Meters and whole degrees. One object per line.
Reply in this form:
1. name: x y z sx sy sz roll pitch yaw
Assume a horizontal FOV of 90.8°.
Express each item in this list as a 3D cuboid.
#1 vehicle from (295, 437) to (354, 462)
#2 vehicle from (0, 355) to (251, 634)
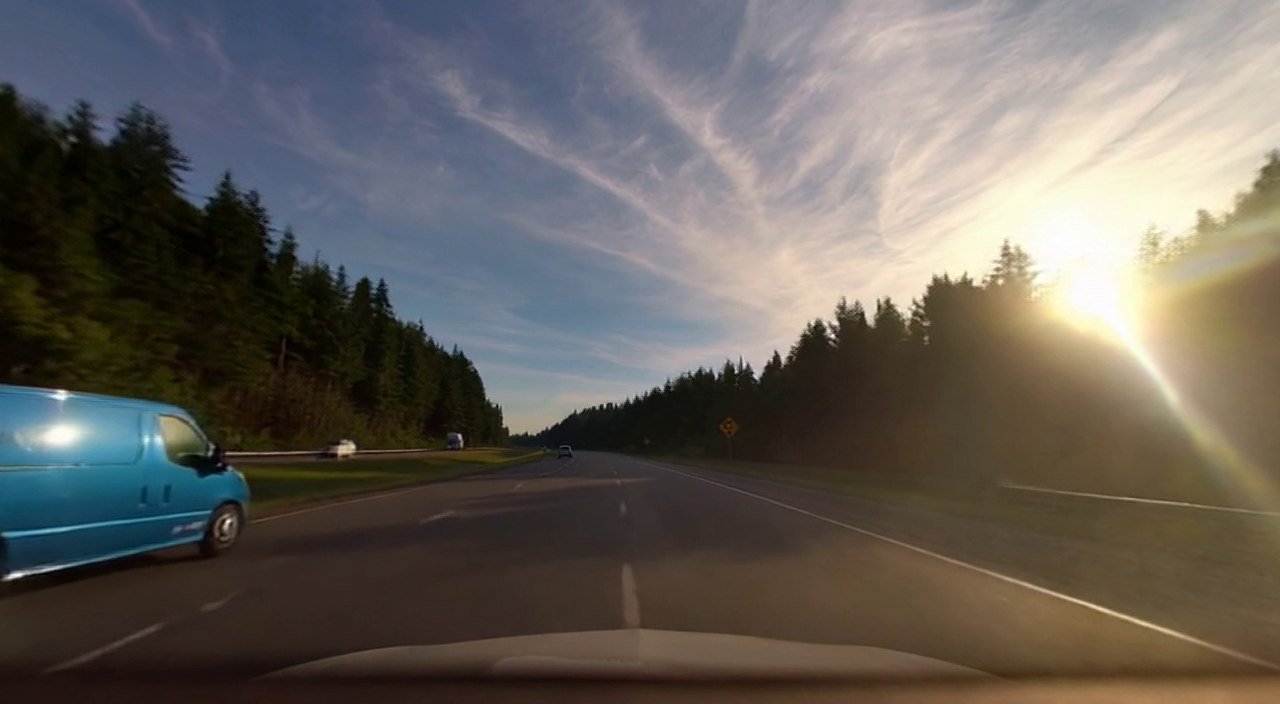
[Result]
1. vehicle: -24.031 7.445 48.237 2.137 1.785 5.001 0 -9 -4
2. vehicle: -5.837 1.142 5.191 2.197 2.038 4.919 0 -9 -2
